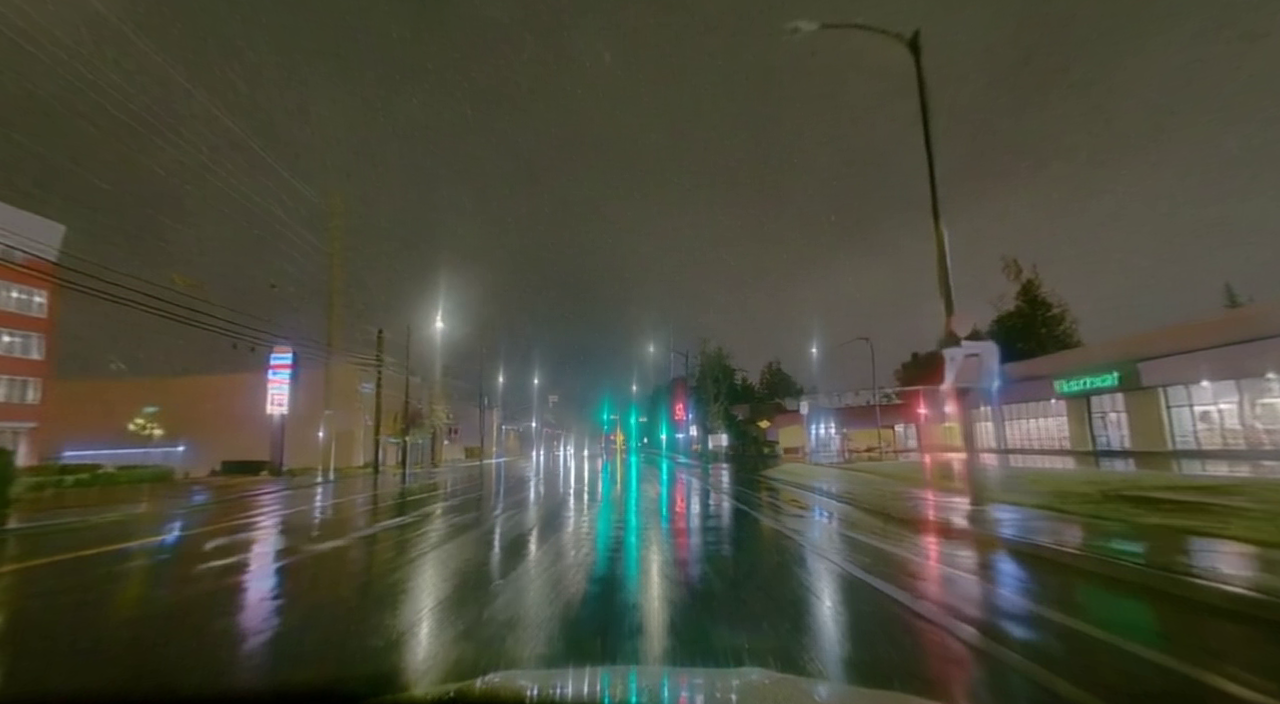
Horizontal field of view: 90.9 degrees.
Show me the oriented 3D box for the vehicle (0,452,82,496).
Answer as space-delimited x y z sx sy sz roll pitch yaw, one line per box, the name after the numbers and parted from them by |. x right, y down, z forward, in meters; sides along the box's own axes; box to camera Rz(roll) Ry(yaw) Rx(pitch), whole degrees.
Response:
-27.609 5.419 28.448 4.811 1.756 2.070 -5 -10 30 | vehicle
